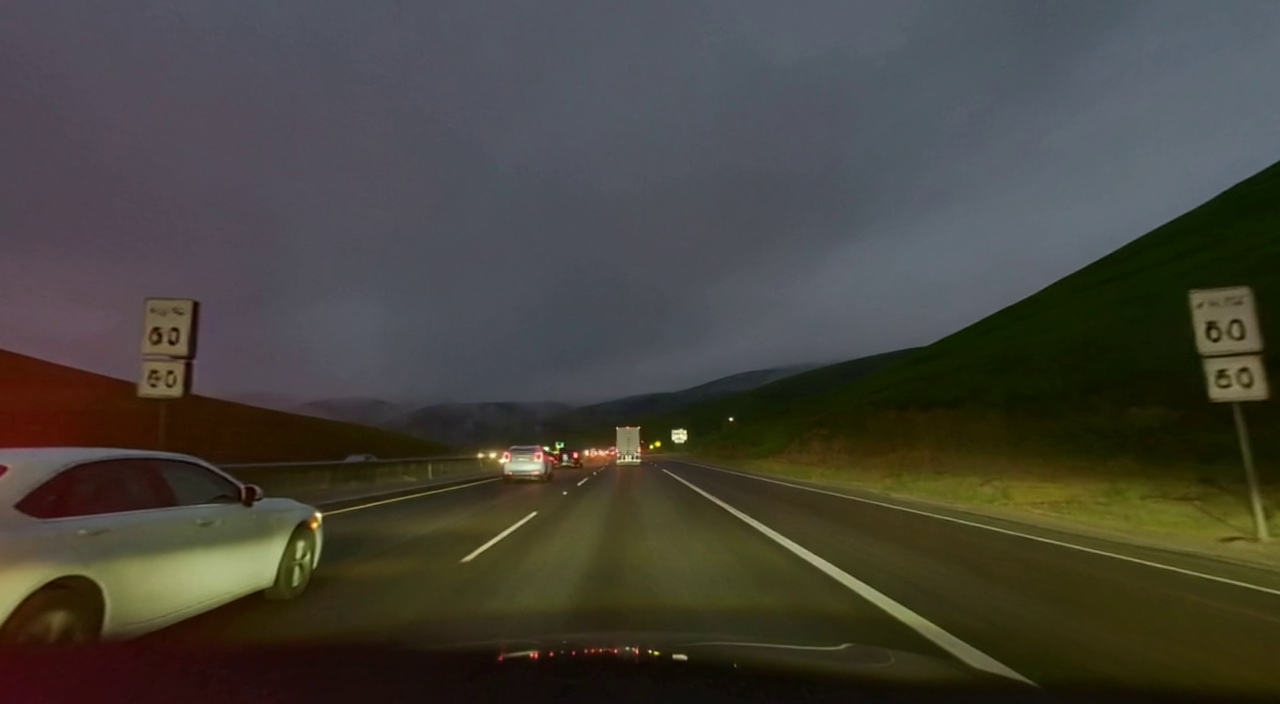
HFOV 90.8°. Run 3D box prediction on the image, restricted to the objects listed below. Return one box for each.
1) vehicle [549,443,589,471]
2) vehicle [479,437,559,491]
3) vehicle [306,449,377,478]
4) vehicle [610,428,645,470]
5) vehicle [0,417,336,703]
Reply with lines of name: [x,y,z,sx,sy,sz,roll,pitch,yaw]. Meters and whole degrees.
vehicle: [-4.314,6.465,38.878,2.044,1.624,4.032,0,-9,0]
vehicle: [-4.171,3.944,22.523,2.073,1.694,4.162,0,-9,-1]
vehicle: [-16.828,6.277,35.838,1.877,1.492,4.346,0,-9,0]
vehicle: [-0.783,6.571,42.899,2.227,2.611,5.900,0,-9,0]
vehicle: [-3.826,1.143,3.573,1.988,1.440,4.504,0,-9,-1]
